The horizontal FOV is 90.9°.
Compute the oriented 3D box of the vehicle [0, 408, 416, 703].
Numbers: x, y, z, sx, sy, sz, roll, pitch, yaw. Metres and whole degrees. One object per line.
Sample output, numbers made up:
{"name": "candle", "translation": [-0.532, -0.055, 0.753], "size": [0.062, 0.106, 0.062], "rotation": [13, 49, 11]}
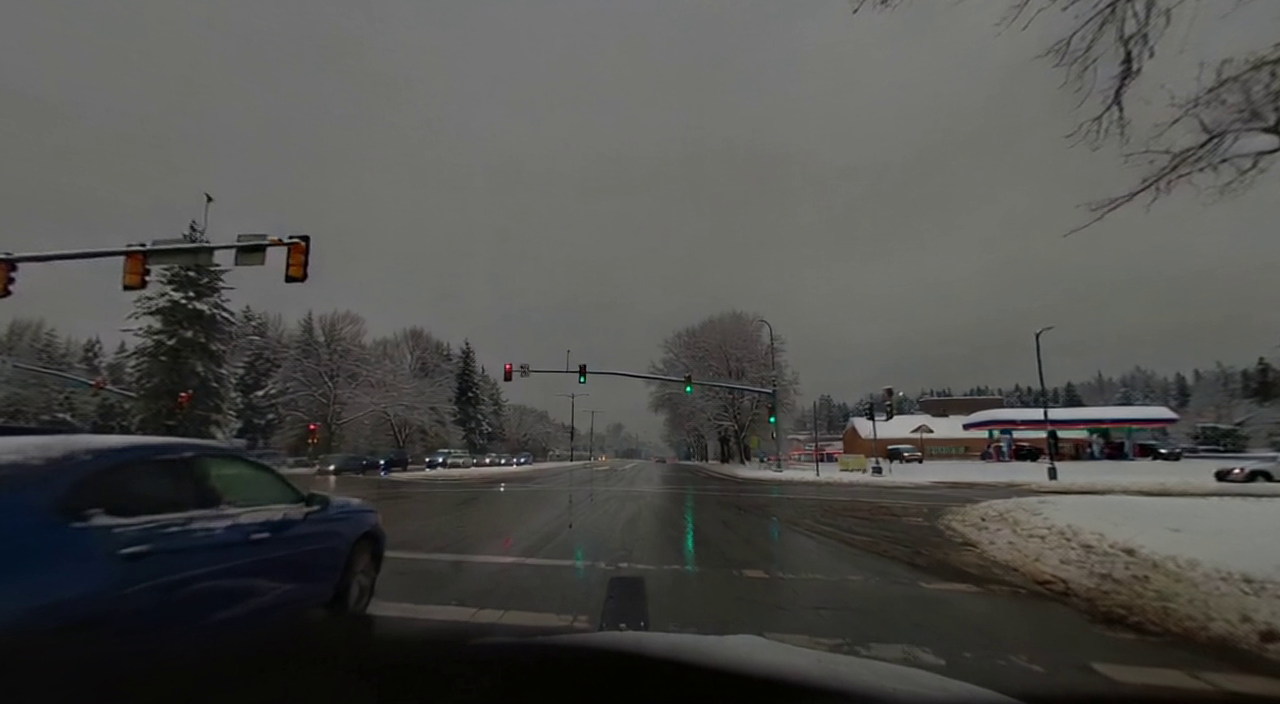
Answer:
{"name": "vehicle", "translation": [-3.022, 1.108, 3.179], "size": [2.041, 1.483, 4.533], "rotation": [0, -9, 1]}

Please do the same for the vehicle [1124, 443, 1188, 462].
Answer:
{"name": "vehicle", "translation": [40.480, 7.877, 49.497], "size": [3.518, 1.433, 1.763], "rotation": [1, -9, -5]}
